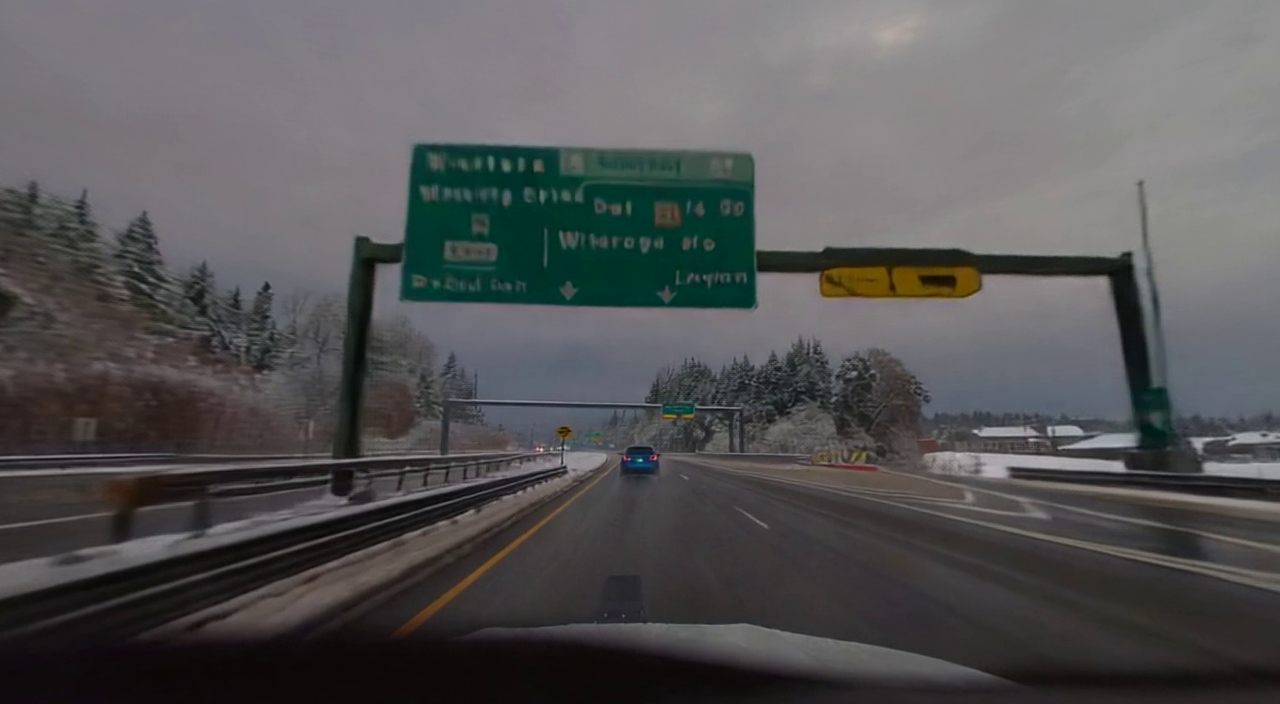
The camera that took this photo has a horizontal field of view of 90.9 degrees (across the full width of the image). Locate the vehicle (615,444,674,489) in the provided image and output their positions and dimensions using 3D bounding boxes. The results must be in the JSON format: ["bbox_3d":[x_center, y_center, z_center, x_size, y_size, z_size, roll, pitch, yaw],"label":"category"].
[{"bbox_3d":[0.136,4.323,24.122,2.069,1.523,4.012,0,-9,-1],"label":"vehicle"}]
